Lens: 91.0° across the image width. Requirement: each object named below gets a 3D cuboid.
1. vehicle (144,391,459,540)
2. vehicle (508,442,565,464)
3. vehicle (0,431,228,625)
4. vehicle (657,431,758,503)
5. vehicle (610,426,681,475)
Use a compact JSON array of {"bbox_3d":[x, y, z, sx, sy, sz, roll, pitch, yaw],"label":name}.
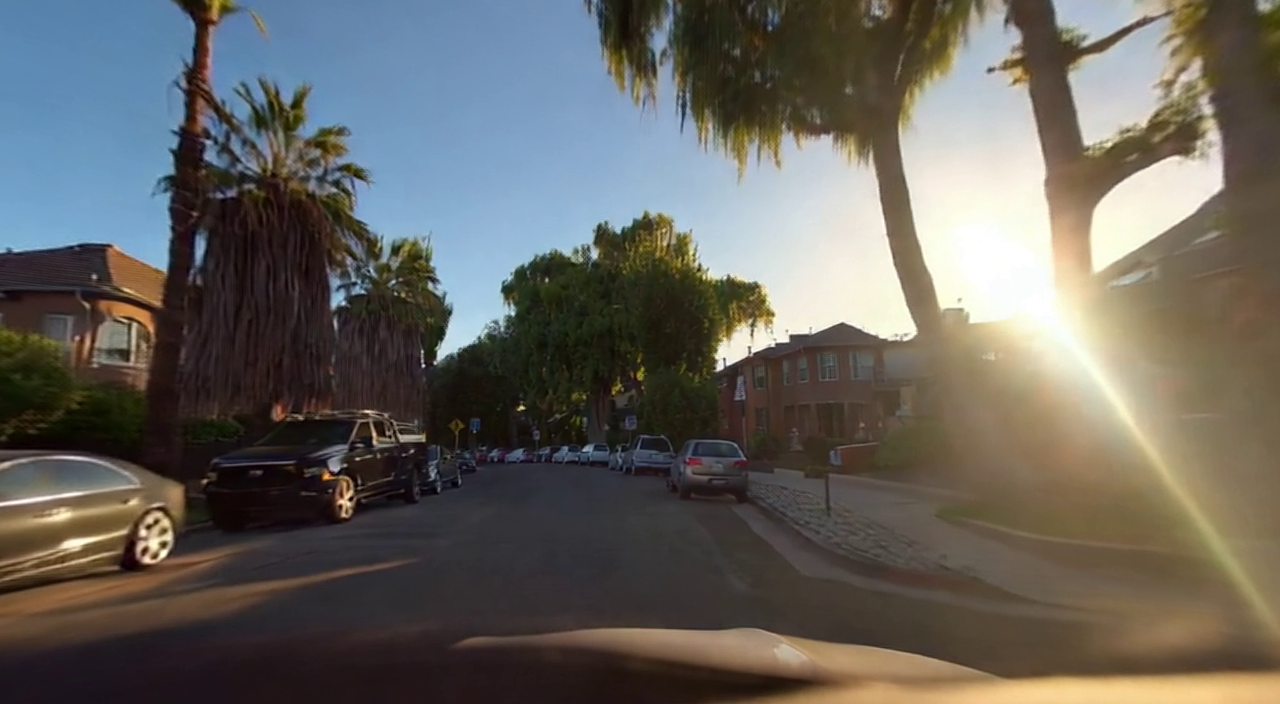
[{"bbox_3d":[-5.918,2.136,12.579,2.624,2.178,6.522,0,-8,0],"label":"vehicle"},{"bbox_3d":[-7.928,7.643,47.852,2.108,1.503,4.977,6,-10,-37],"label":"vehicle"},{"bbox_3d":[-6.219,1.545,5.840,1.875,1.585,4.184,0,-8,1],"label":"vehicle"},{"bbox_3d":[1.649,3.022,17.062,2.076,1.658,4.604,0,-8,-2],"label":"vehicle"},{"bbox_3d":[0.136,4.420,28.403,2.139,1.997,4.864,2,-8,-13],"label":"vehicle"}]
